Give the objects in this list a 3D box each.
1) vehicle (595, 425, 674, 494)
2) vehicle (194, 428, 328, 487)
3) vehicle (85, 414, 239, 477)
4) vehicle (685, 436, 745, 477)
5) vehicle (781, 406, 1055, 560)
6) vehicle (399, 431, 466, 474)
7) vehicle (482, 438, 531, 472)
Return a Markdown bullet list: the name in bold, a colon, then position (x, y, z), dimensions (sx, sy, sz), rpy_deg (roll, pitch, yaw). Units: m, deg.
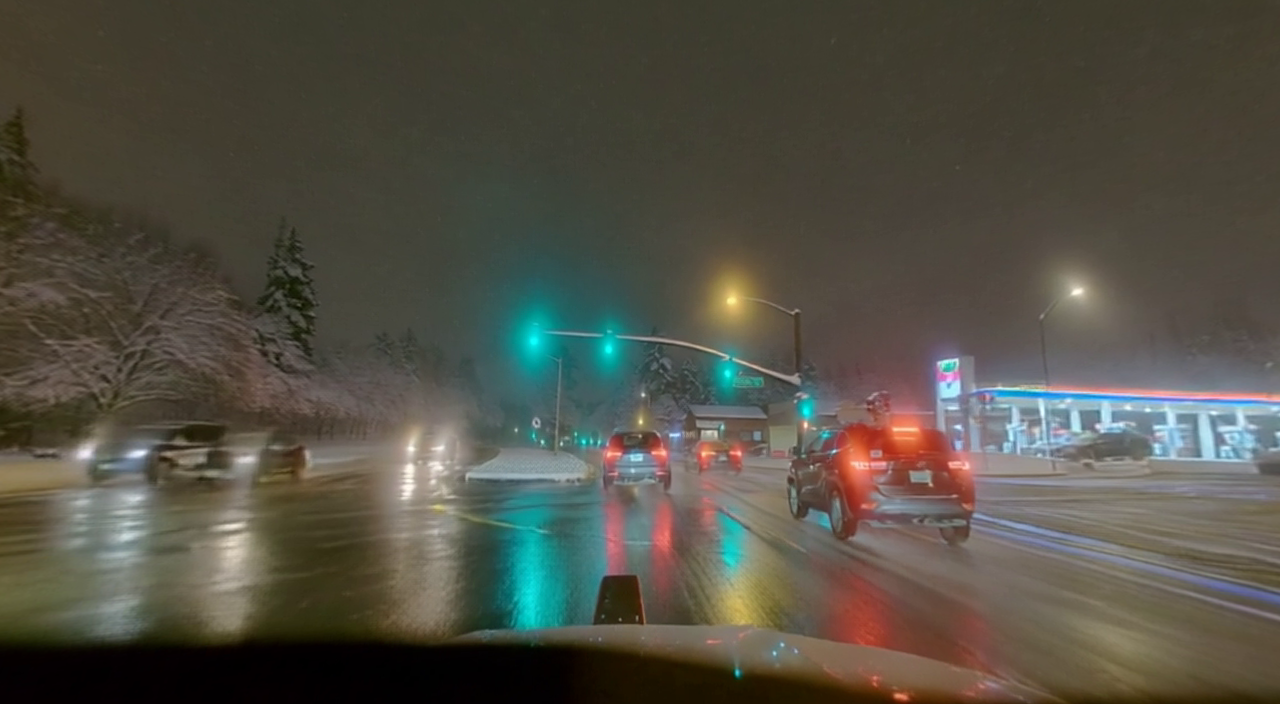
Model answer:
- **vehicle**: position (-0.212, 3.095, 18.518), dimensions (2.051, 1.798, 4.168), rpy_deg (0, -8, -2)
- **vehicle**: position (-11.924, 3.320, 20.184), dimensions (2.023, 1.671, 4.174), rpy_deg (1, -8, -6)
- **vehicle**: position (-19.043, 3.762, 25.527), dimensions (2.460, 2.257, 5.387), rpy_deg (1, -8, -7)
- **vehicle**: position (3.146, 4.434, 26.975), dimensions (1.800, 1.592, 3.658), rpy_deg (1, -8, -5)
- **vehicle**: position (3.681, 1.805, 9.398), dimensions (2.000, 1.745, 4.206), rpy_deg (0, -8, -3)
- **vehicle**: position (-9.347, 4.544, 28.719), dimensions (1.992, 1.755, 4.283), rpy_deg (1, -8, -7)
- **vehicle**: position (-6.470, 5.004, 30.869), dimensions (1.987, 1.505, 4.337), rpy_deg (1, -8, -8)
